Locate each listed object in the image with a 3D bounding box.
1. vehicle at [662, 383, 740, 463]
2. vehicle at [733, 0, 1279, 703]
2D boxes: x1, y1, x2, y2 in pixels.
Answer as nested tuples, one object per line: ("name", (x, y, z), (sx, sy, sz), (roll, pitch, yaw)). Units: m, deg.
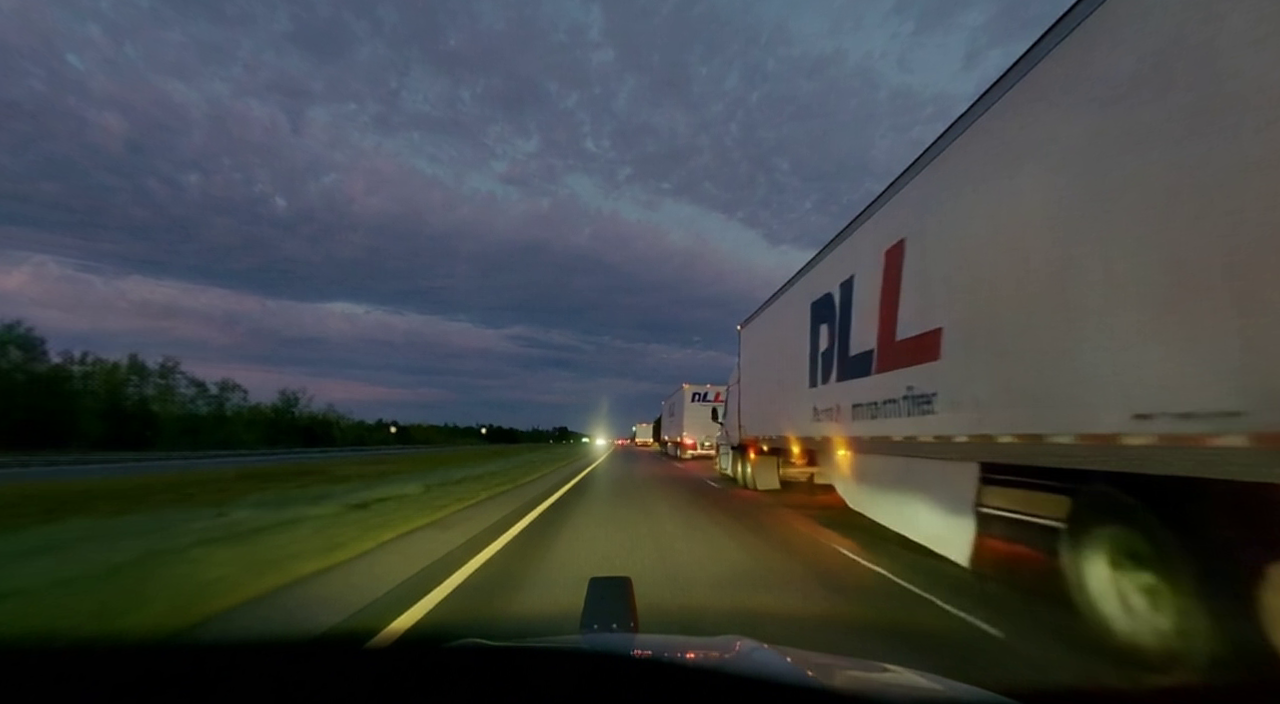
("vehicle", (3.359, 4.590, 39.160), (2.871, 4.072, 14.183), (0, -8, -2))
("vehicle", (3.933, 0.363, 8.373), (2.863, 4.031, 14.678), (0, -8, -1))
